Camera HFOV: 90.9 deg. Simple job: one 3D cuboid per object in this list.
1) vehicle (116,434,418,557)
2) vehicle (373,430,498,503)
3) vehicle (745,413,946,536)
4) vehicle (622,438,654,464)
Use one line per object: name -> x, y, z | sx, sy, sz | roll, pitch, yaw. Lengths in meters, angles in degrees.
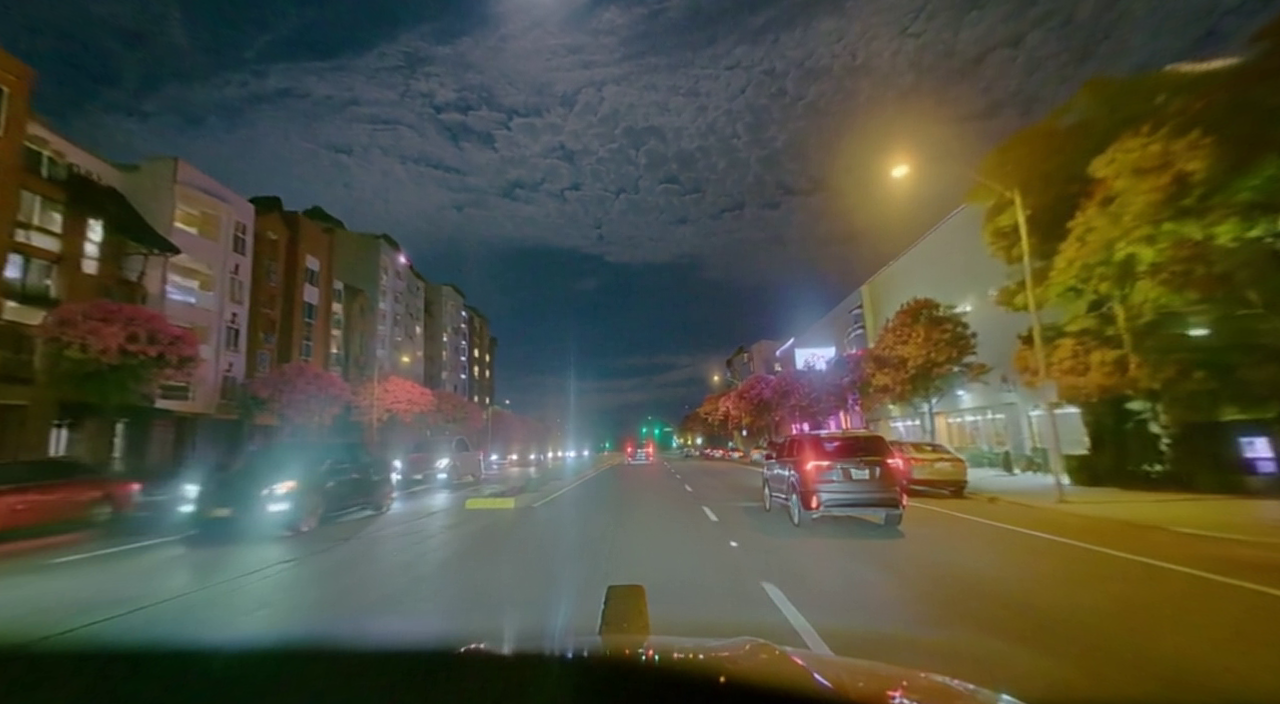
vehicle -> -5.621, 2.149, 10.437 | 2.012, 1.501, 4.626 | -2, -7, 3
vehicle -> -5.665, 3.175, 18.198 | 2.034, 1.771, 4.795 | -1, -7, 0
vehicle -> 3.338, 2.097, 11.402 | 2.071, 1.747, 4.549 | 0, -8, 0
vehicle -> -0.146, 7.207, 46.048 | 2.244, 1.813, 4.129 | 0, -8, 0
